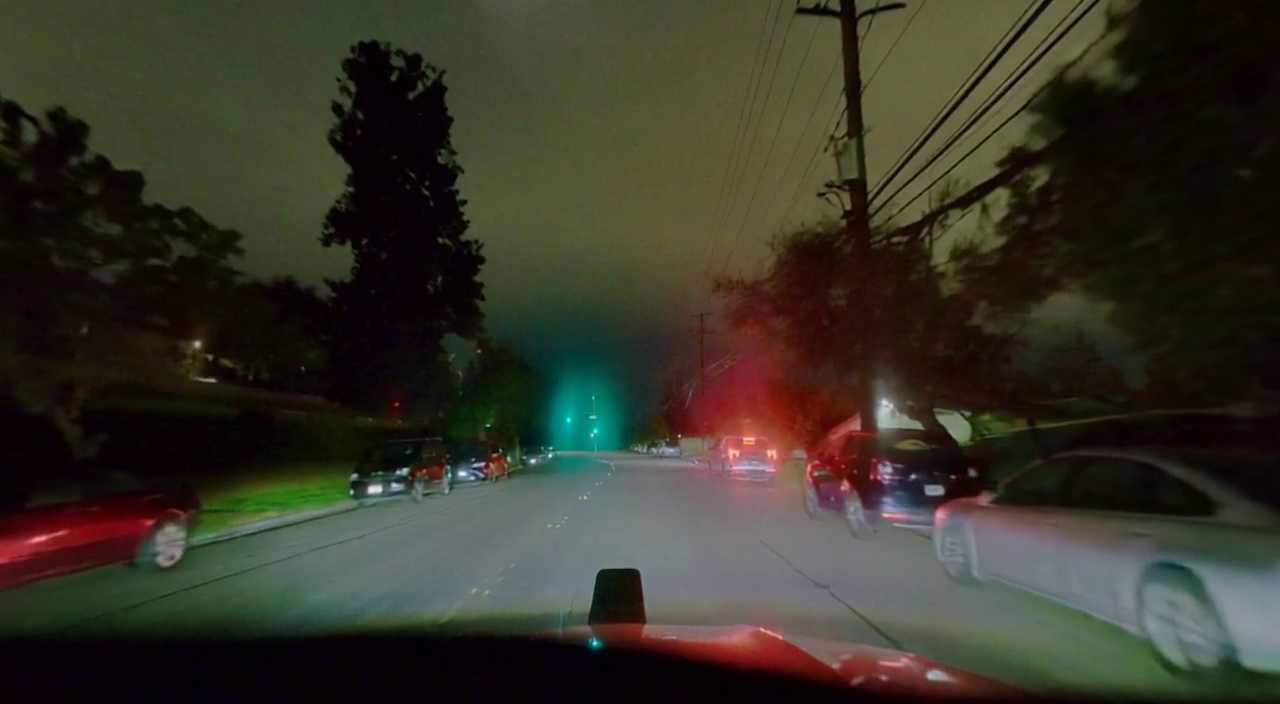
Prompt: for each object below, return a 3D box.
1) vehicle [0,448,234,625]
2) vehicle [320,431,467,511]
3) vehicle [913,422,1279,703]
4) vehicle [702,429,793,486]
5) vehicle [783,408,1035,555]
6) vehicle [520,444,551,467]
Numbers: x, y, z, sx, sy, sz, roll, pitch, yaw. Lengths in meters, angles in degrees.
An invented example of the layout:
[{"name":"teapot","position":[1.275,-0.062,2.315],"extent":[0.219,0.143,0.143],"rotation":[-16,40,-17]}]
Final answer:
[{"name":"vehicle","position":[-6.389,1.682,6.147],"extent":[2.031,1.454,4.410],"rotation":[0,-8,-2]},{"name":"vehicle","position":[-6.305,3.076,16.851],"extent":[2.031,1.799,4.587],"rotation":[0,-8,0]},{"name":"vehicle","position":[3.685,1.240,4.223],"extent":[1.763,1.432,4.323],"rotation":[0,-8,0]},{"name":"vehicle","position":[3.655,3.712,22.640],"extent":[2.178,1.757,5.495],"rotation":[0,-8,-1]},{"name":"vehicle","position":[3.724,1.862,9.750],"extent":[1.889,1.736,4.185],"rotation":[0,-8,-2]},{"name":"vehicle","position":[-7.122,7.077,43.383],"extent":[1.997,1.456,4.319],"rotation":[1,-8,-8]}]
